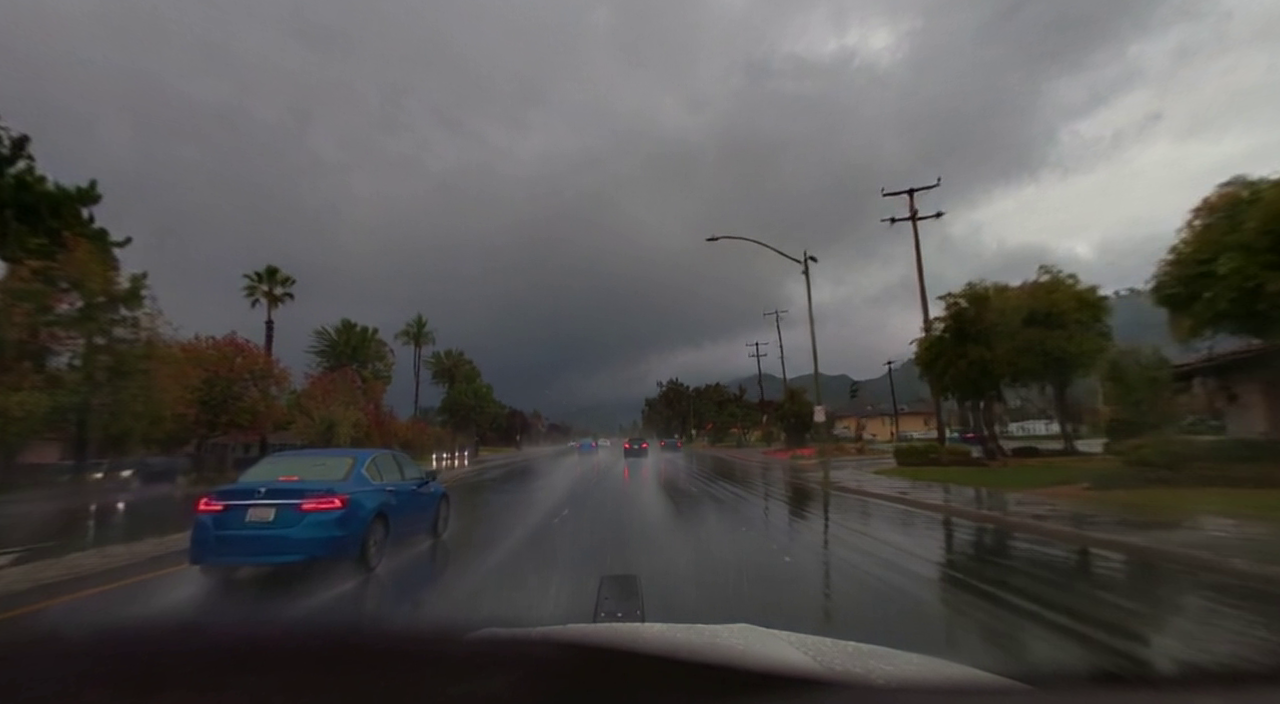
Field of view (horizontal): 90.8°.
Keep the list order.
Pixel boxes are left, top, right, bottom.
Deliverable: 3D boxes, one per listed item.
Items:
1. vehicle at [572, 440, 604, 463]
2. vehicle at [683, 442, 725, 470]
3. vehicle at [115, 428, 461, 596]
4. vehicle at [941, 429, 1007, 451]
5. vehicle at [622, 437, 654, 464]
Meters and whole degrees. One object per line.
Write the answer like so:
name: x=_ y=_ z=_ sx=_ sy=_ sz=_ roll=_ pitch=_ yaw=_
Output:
vehicle: x=-3.662 y=7.098 z=45.241 sx=2.000 sy=1.569 sz=3.794 roll=0 pitch=-8 yaw=-1
vehicle: x=3.494 y=5.739 z=35.159 sx=1.830 sy=1.451 sz=4.009 roll=0 pitch=-8 yaw=-2
vehicle: x=-3.758 y=1.749 z=7.911 sx=1.844 sy=1.451 sz=4.543 roll=0 pitch=-8 yaw=-2
vehicle: x=23.712 y=6.295 z=45.029 sx=1.754 sy=1.504 sz=4.090 roll=2 pitch=-9 yaw=-14
vehicle: x=-0.178 y=6.647 z=42.801 sx=2.043 sy=1.734 sz=4.253 roll=0 pitch=-8 yaw=-1
